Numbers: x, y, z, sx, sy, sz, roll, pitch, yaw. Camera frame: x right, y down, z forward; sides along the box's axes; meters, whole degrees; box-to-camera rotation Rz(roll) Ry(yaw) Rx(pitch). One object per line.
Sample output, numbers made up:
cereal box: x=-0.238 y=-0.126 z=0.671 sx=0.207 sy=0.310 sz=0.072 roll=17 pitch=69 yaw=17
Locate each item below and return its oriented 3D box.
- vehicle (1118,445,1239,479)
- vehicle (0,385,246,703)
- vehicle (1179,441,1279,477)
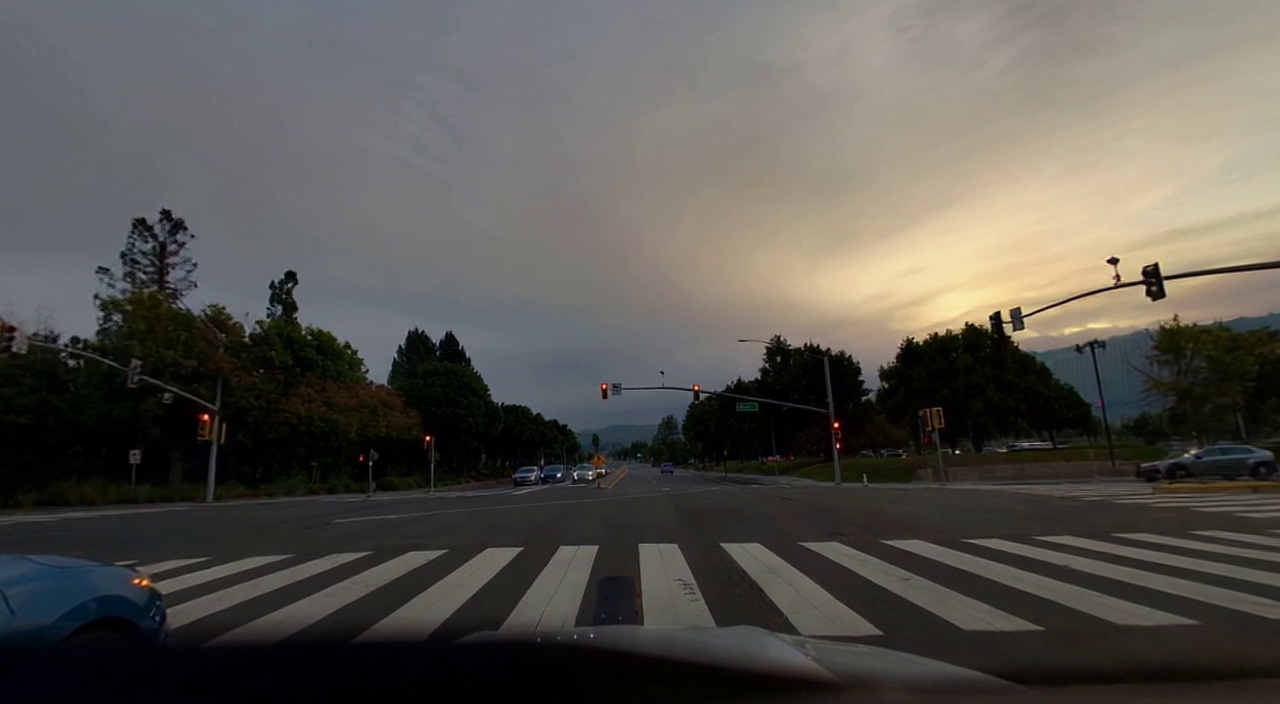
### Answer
vehicle: x=25.097 y=5.093 z=29.532 sx=4.123 sy=1.469 sz=1.790 roll=0 pitch=-8 yaw=-5
vehicle: x=-2.995 y=0.762 z=1.251 sx=1.969 sy=1.513 sz=3.773 roll=0 pitch=-8 yaw=0
vehicle: x=25.676 y=4.479 z=26.590 sx=4.347 sy=1.411 sz=1.784 roll=0 pitch=-8 yaw=-3
